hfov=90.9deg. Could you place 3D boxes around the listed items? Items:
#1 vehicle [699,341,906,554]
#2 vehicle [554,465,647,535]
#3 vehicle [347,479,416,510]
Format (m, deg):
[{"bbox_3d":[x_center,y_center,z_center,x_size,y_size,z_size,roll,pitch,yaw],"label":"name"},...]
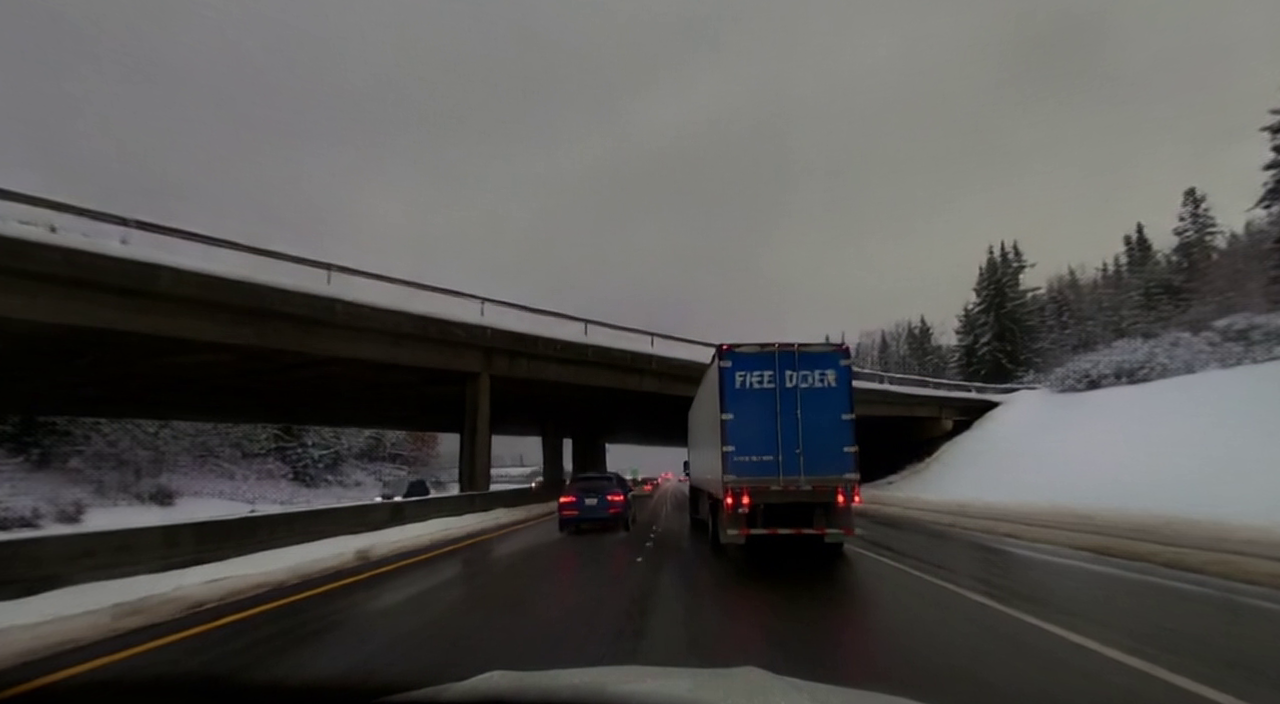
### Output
[{"bbox_3d":[3.342,2.544,16.149,2.980,3.834,9.423,0,-10,1],"label":"vehicle"},{"bbox_3d":[-0.949,4.099,17.977,2.124,1.653,4.857,0,-10,3],"label":"vehicle"},{"bbox_3d":[-13.932,7.668,34.170,1.788,1.465,4.145,0,-11,3],"label":"vehicle"}]
